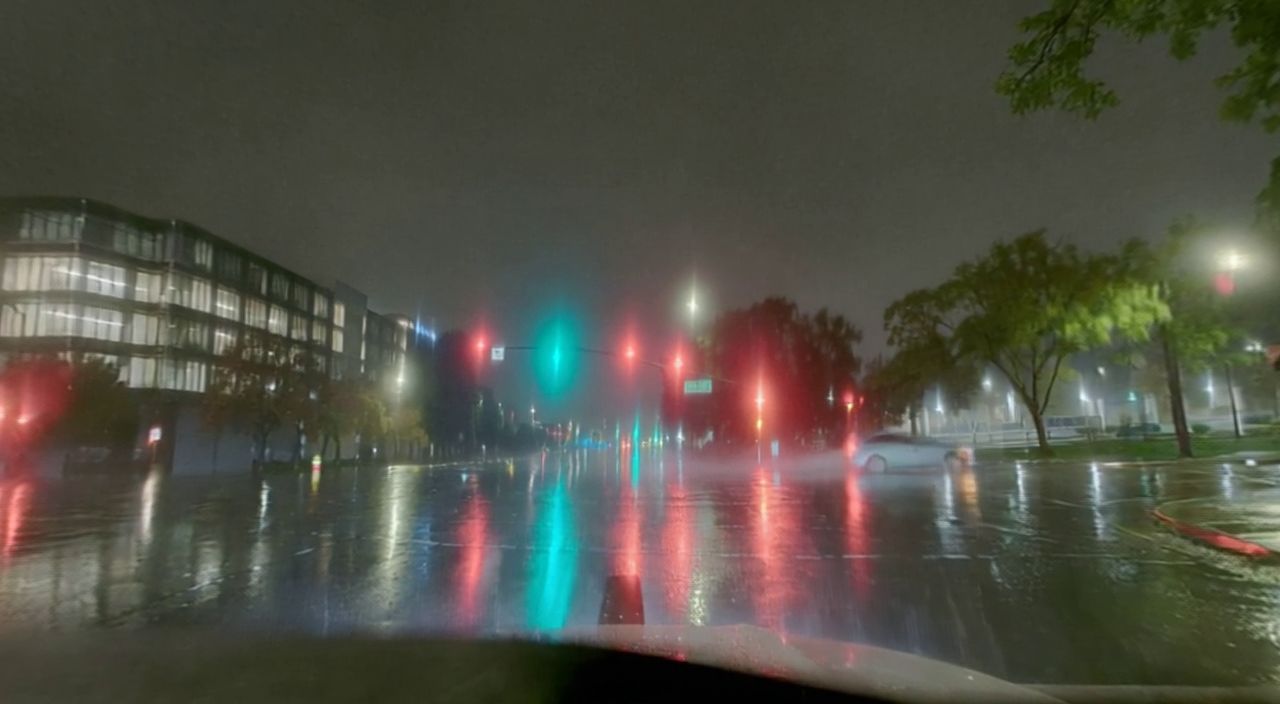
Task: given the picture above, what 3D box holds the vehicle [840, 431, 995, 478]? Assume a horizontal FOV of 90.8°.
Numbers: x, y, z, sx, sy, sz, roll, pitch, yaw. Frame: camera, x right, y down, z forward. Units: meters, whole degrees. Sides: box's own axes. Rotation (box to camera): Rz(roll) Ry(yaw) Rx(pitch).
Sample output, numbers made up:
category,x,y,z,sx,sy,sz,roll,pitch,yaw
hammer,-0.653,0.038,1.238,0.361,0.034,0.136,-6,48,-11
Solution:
category,x,y,z,sx,sy,sz,roll,pitch,yaw
vehicle,11.303,4.218,26.114,5.357,1.814,2.141,-1,-8,4
